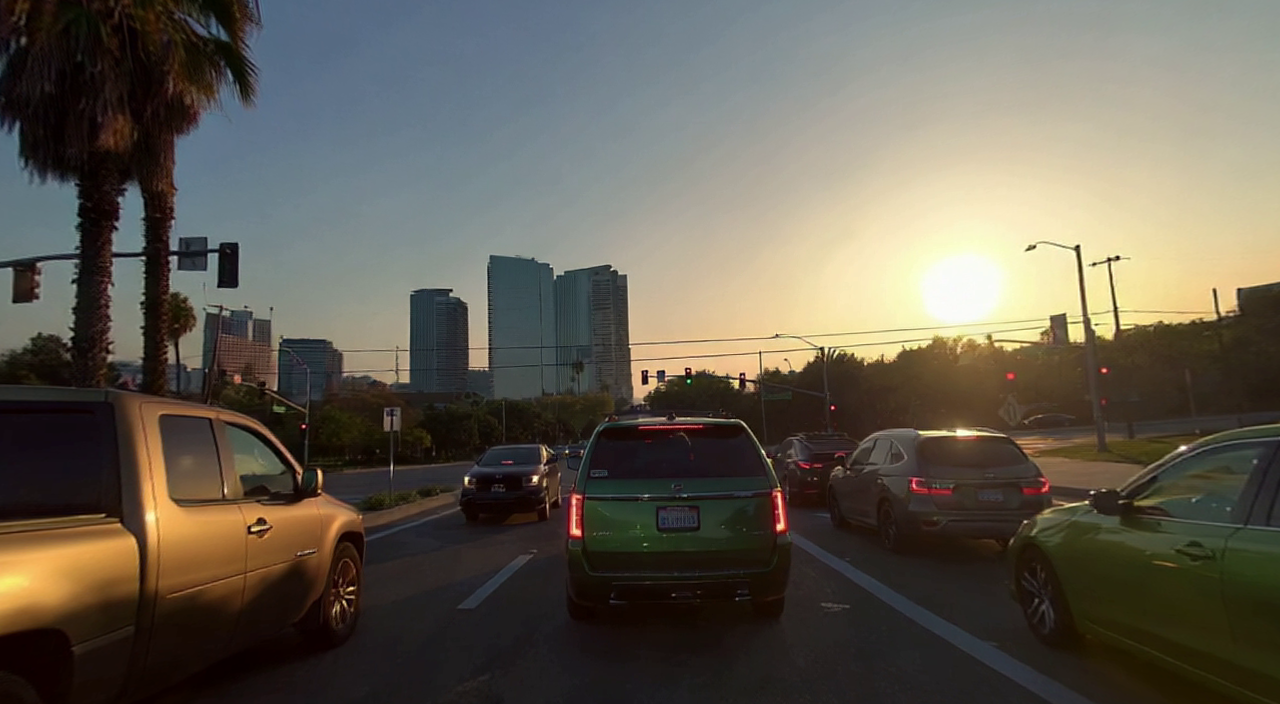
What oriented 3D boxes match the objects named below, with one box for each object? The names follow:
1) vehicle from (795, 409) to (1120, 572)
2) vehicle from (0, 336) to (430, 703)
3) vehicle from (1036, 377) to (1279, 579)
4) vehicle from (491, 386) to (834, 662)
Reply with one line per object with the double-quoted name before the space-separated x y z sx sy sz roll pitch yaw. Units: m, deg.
"vehicle" 4.012 1.857 9.301 2.072 1.704 5.170 0 -9 0
"vehicle" -3.160 1.087 3.902 2.171 1.702 4.416 0 -9 0
"vehicle" 7.335 1.335 6.862 2.337 1.925 5.728 0 -8 1
"vehicle" 0.170 1.375 6.046 2.123 1.704 4.128 0 -9 1
